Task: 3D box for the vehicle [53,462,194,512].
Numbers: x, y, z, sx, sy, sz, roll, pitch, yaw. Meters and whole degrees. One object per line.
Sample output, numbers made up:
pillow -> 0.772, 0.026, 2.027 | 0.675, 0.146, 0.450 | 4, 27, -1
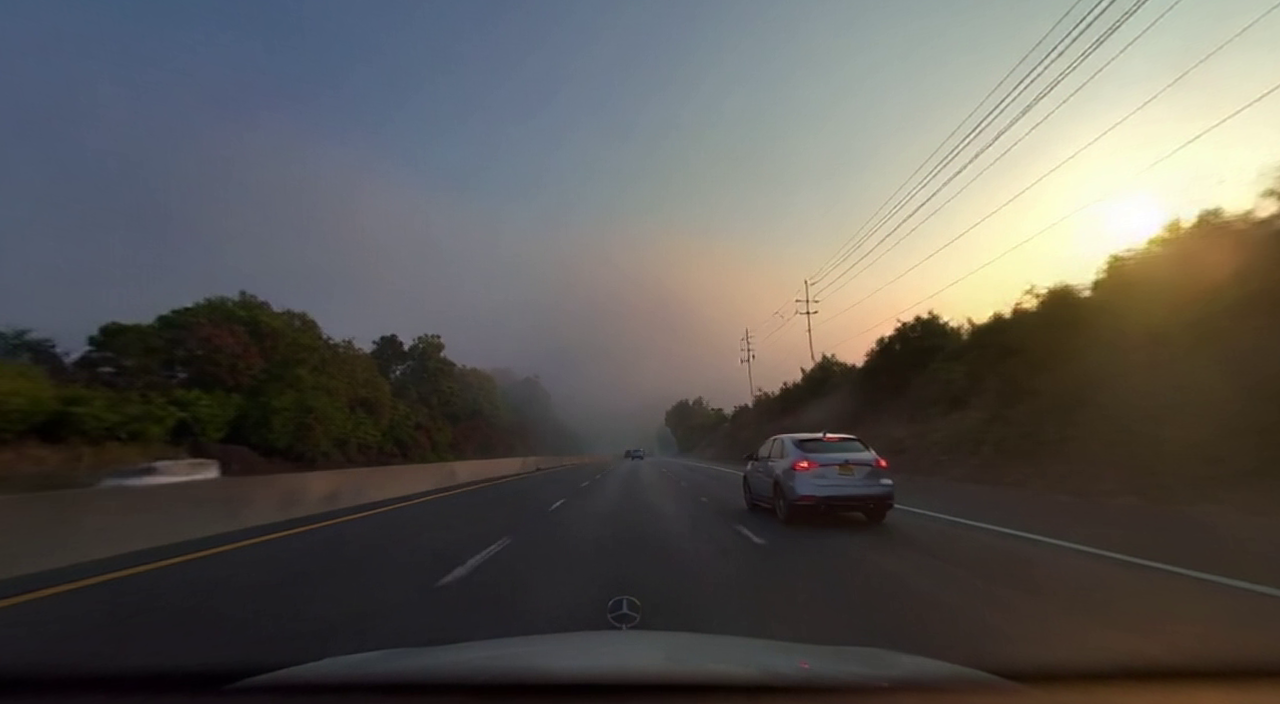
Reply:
vehicle -> -20.256, 5.261, 25.029 | 1.837, 1.622, 4.494 | 0, -8, -1
